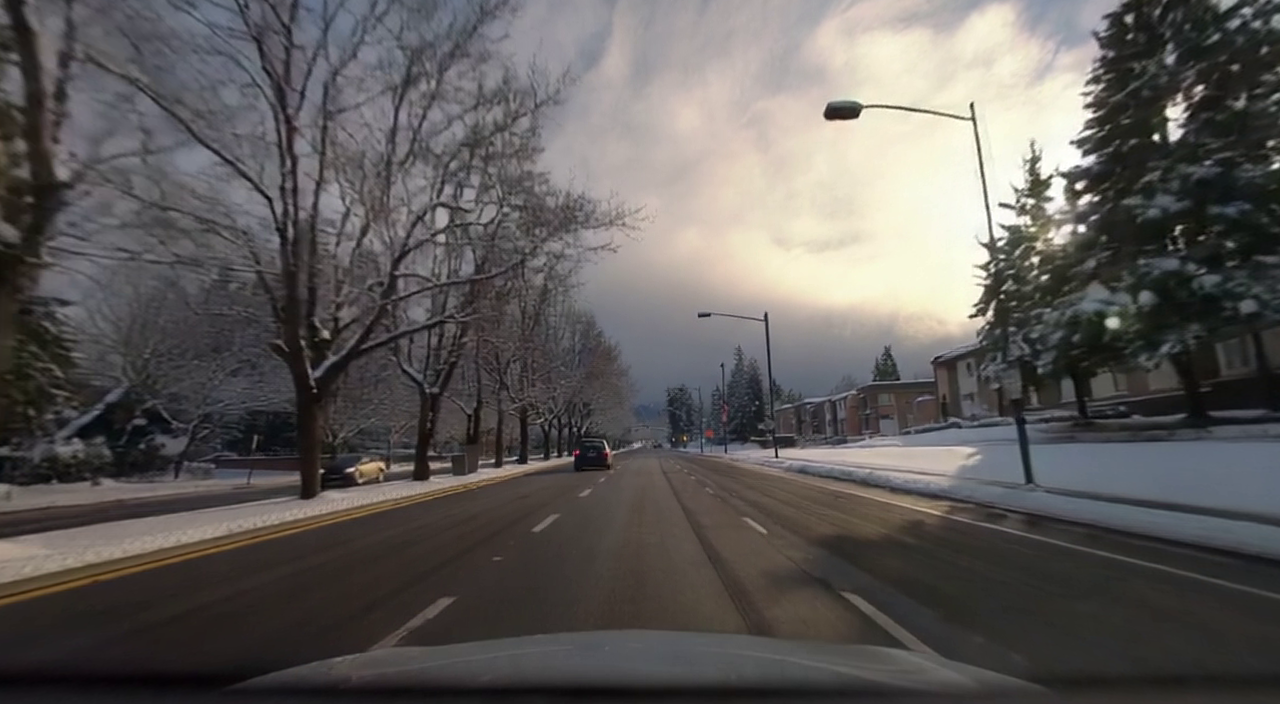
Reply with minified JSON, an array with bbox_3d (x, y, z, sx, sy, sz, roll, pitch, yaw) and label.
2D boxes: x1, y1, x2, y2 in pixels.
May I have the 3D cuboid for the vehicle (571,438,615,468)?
[{"bbox_3d":[-2.873,6.253,39.171,2.283,1.716,4.395,0,-8,1],"label":"vehicle"}]

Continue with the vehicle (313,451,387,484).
[{"bbox_3d":[-16.014,6.358,35.087,1.923,1.637,4.409,0,-8,1],"label":"vehicle"}]
